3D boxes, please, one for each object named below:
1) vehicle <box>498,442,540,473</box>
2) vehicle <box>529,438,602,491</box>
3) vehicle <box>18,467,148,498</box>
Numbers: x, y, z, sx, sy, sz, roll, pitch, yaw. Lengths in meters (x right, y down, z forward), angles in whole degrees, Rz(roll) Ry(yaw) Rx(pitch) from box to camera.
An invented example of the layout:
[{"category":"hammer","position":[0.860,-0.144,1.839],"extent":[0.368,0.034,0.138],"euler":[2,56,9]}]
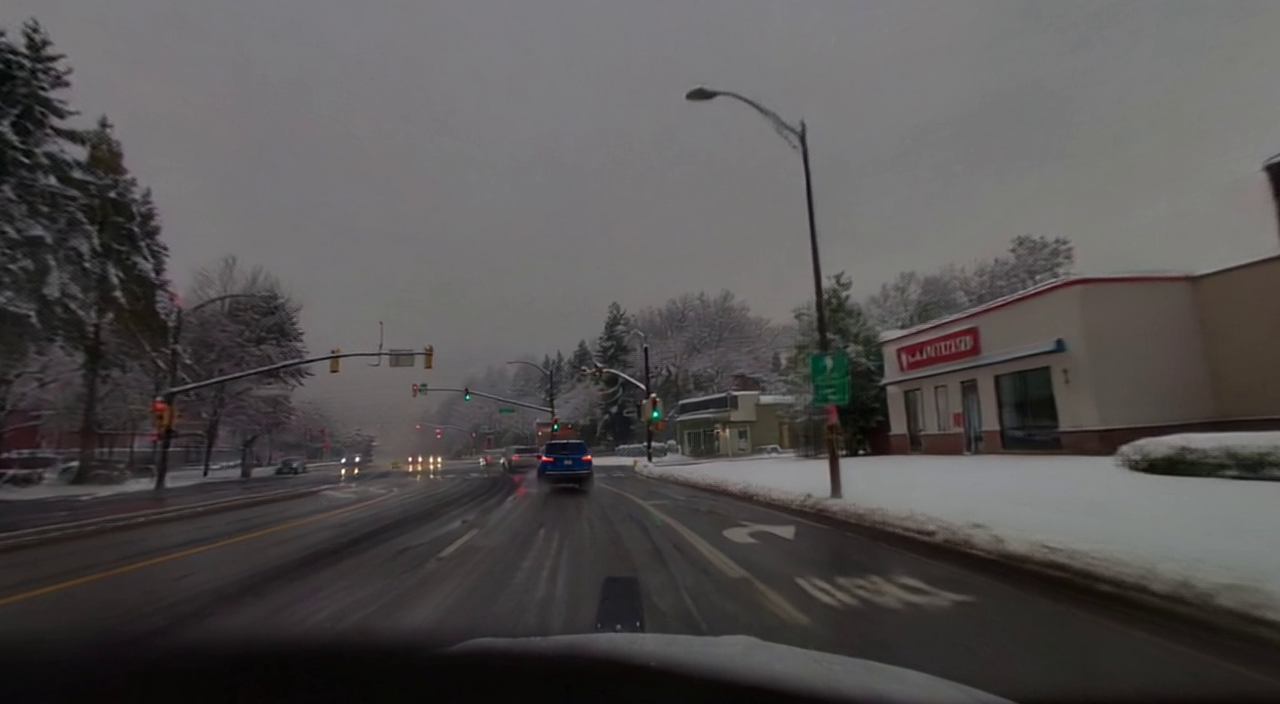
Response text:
[{"category":"vehicle","position":[-8.225,7.104,42.683],"extent":[2.067,1.947,4.628],"euler":[4,-9,-19]},{"category":"vehicle","position":[-2.819,4.057,23.083],"extent":[2.227,1.733,3.930],"euler":[2,-9,-12]},{"category":"vehicle","position":[-30.850,7.245,35.183],"extent":[4.804,1.544,2.244],"euler":[4,-9,-18]}]
